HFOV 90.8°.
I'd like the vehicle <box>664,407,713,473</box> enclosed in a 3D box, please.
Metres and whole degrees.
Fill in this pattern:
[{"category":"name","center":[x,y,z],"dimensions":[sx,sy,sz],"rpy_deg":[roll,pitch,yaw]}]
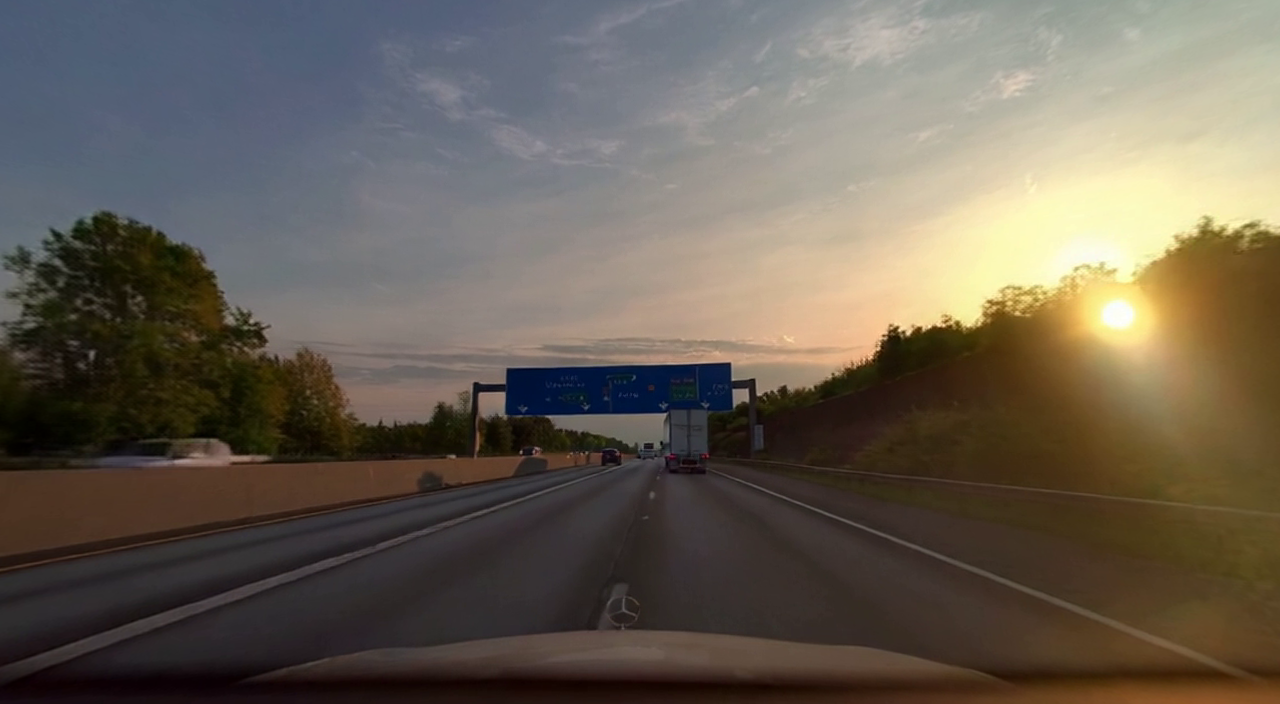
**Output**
[{"category":"vehicle","center":[3.215,6.526,45.659],"dimensions":[2.901,4.032,14.338],"rpy_deg":[0,-9,2]}]
